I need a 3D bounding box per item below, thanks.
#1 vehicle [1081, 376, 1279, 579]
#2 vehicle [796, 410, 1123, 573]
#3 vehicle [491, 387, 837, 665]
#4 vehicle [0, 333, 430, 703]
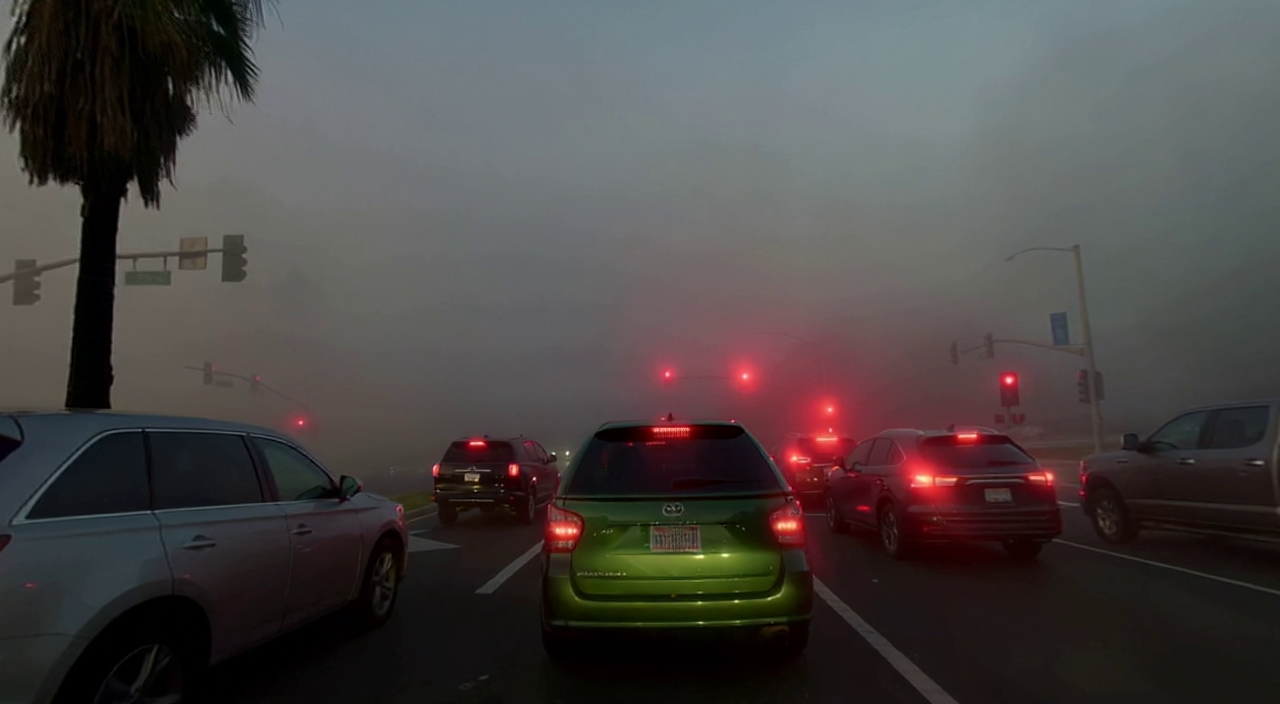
[{"bbox_3d":[7.318,1.179,5.825,2.337,1.925,5.728,0,-8,1],"label":"vehicle"},{"bbox_3d":[4.028,1.861,9.289,2.072,1.704,5.170,0,-9,-1],"label":"vehicle"},{"bbox_3d":[0.178,1.377,6.019,2.123,1.704,4.128,0,-9,1],"label":"vehicle"},{"bbox_3d":[-3.154,1.082,3.904,2.171,1.702,4.416,0,-9,0],"label":"vehicle"}]
